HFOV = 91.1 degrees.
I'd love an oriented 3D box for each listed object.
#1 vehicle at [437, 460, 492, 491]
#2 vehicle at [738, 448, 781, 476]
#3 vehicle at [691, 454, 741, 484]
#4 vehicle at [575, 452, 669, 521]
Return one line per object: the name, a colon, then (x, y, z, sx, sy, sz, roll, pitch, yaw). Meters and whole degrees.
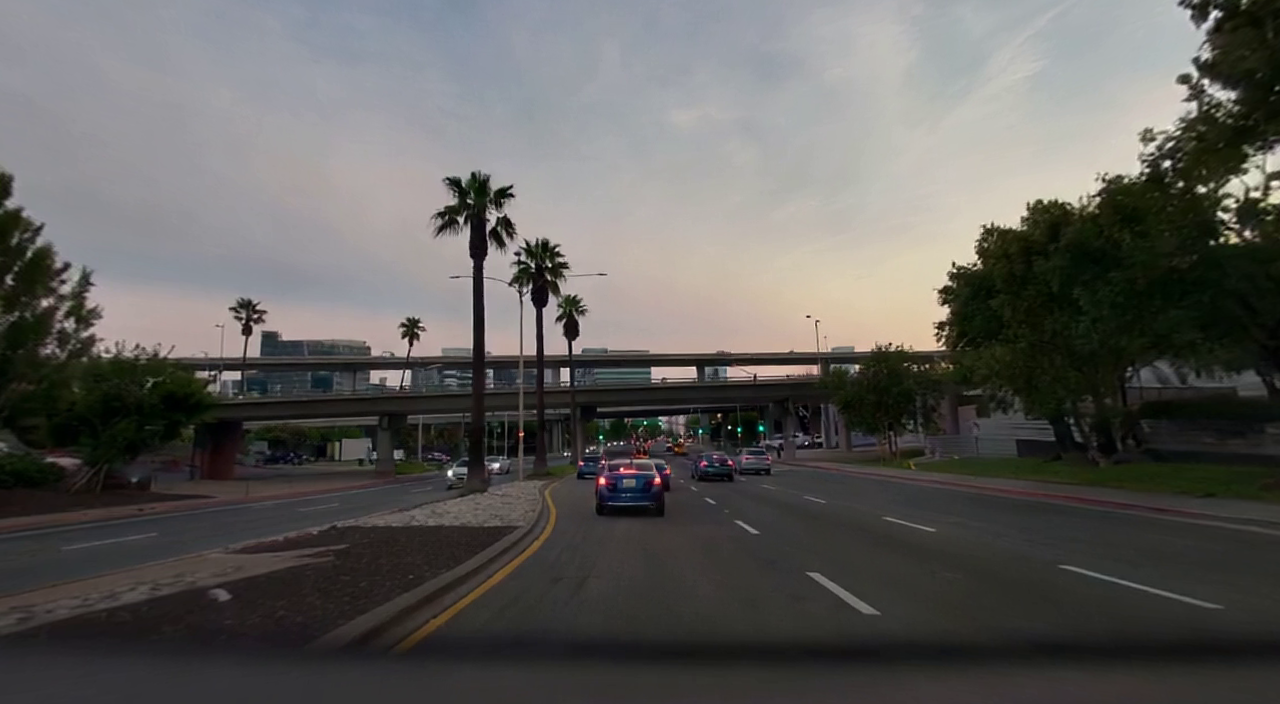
vehicle: (-9.765, 6.898, 35.311, 1.937, 1.521, 4.523, 0, -9, -2)
vehicle: (8.239, 7.625, 43.743, 2.027, 1.780, 4.518, 0, -9, 0)
vehicle: (4.149, 6.472, 34.986, 2.119, 1.509, 4.495, 0, -9, -1)
vehicle: (-0.468, 3.377, 16.264, 2.111, 1.506, 4.018, 0, -9, -2)
